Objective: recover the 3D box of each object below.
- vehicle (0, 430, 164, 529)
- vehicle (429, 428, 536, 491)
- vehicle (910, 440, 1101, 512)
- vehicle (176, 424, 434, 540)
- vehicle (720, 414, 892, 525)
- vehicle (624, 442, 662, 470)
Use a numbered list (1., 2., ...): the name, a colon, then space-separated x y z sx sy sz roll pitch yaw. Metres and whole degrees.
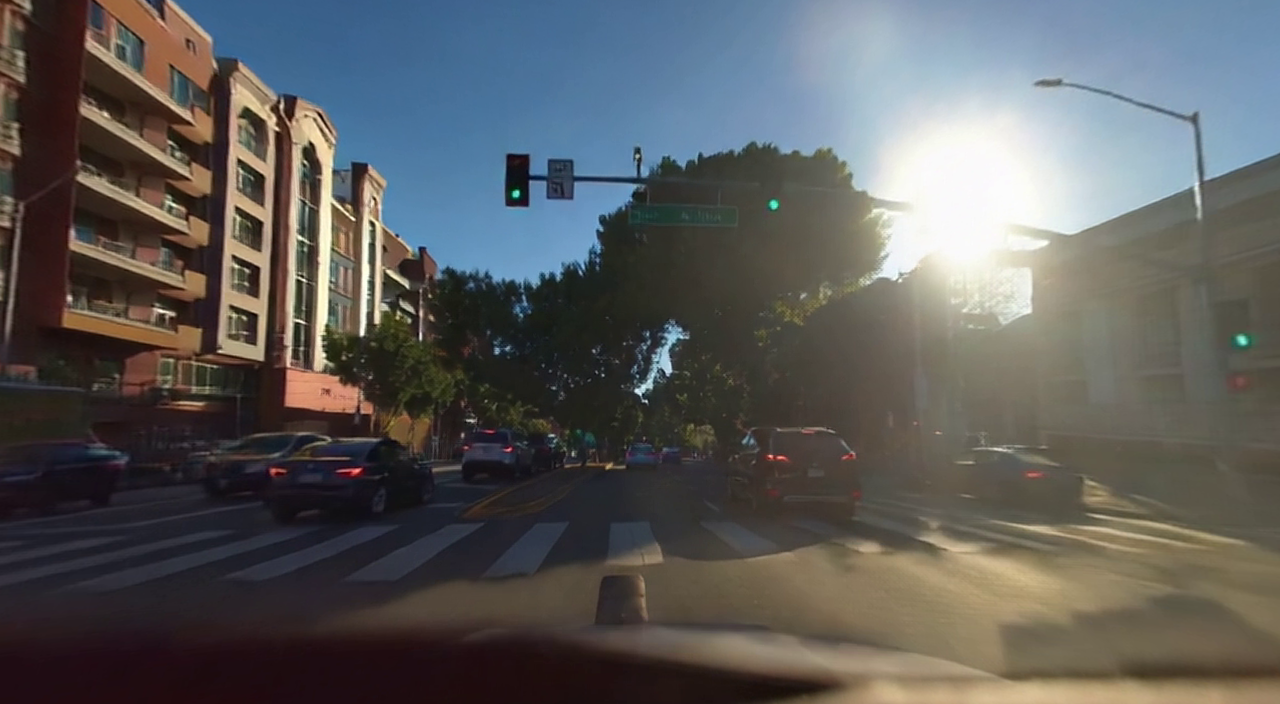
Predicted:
1. vehicle: -11.732 2.303 11.657 2.001 1.638 4.980 0 -8 0
2. vehicle: -4.980 3.484 20.853 2.275 1.816 4.923 0 -8 0
3. vehicle: 9.081 3.072 16.368 1.962 1.542 4.999 0 -8 0
4. vehicle: -5.529 2.217 11.399 2.062 1.532 4.830 -2 -9 0
5. vehicle: 3.116 2.332 13.147 2.129 1.844 4.767 0 -8 -2
6. vehicle: 0.122 6.044 36.939 2.059 1.492 4.033 0 -8 -1
